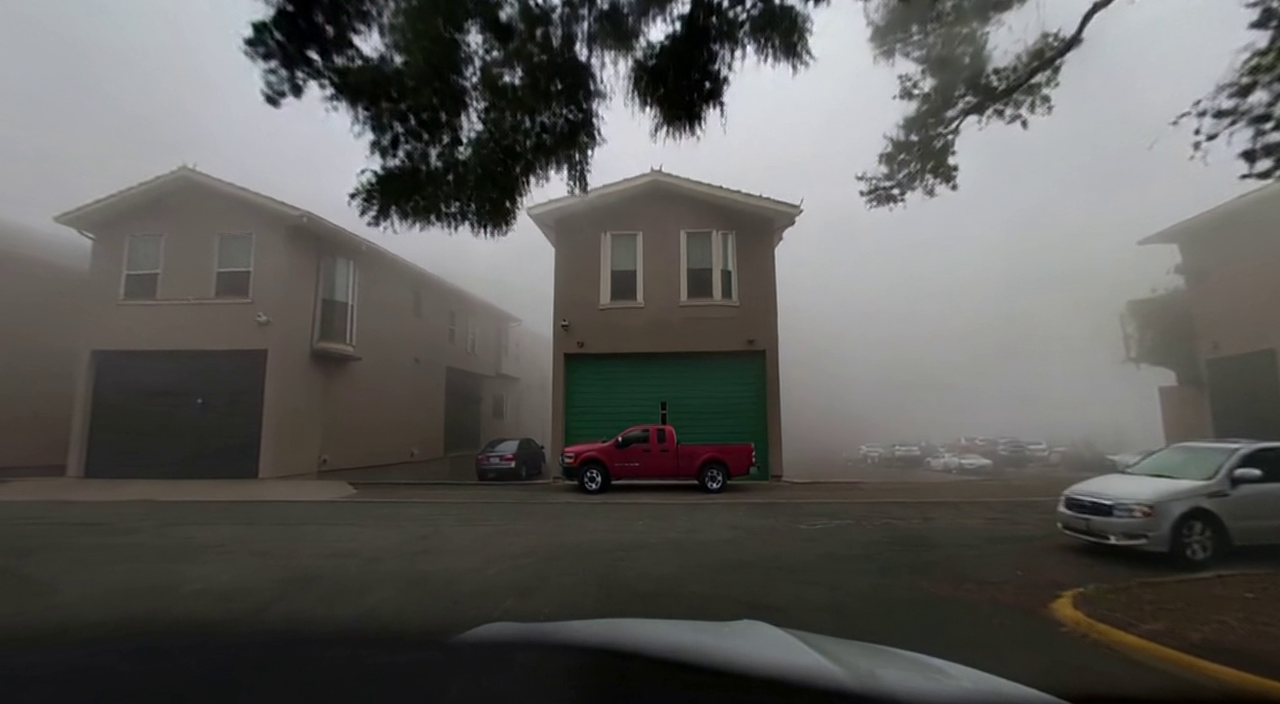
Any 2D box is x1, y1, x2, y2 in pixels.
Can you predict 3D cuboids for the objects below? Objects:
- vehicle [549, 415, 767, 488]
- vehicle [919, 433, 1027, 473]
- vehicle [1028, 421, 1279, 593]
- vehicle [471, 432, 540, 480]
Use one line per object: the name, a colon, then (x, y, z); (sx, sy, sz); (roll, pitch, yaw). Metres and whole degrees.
vehicle: (0.449, 2.734, 17.441); (5.600, 1.835, 2.161); (0, -9, -1)
vehicle: (14.826, 4.543, 28.267); (3.770, 1.496, 1.951); (3, -10, 0)
vehicle: (7.531, 1.752, 7.875); (4.074, 1.617, 2.112); (-1, -5, -8)
vehicle: (-5.366, 4.174, 25.635); (1.869, 1.460, 3.826); (-3, -4, 0)
